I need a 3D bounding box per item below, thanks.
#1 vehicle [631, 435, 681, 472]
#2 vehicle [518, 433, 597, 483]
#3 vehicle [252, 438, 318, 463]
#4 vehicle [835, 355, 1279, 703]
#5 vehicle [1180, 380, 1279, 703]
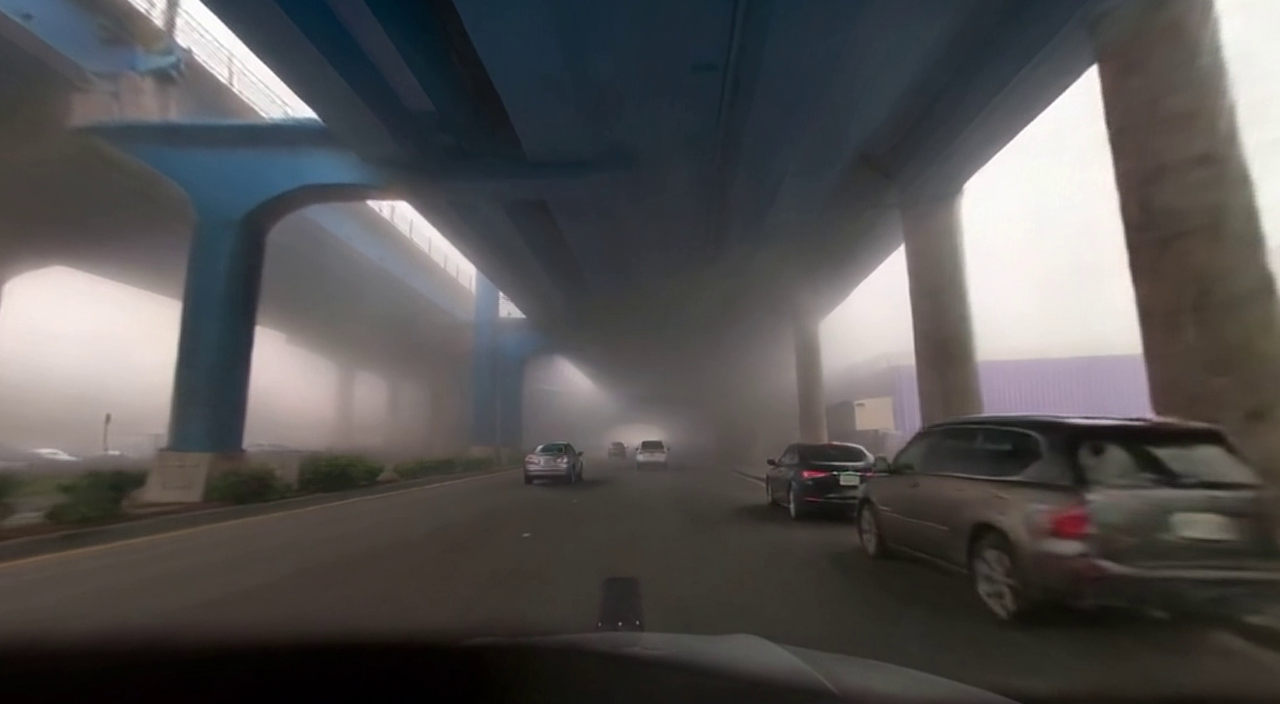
[{"bbox_3d":[0.742,4.681,29.279,2.155,1.571,3.734,0,-8,2],"label":"vehicle"},{"bbox_3d":[-2.750,3.667,22.159,2.024,1.533,4.549,0,-8,2],"label":"vehicle"},{"bbox_3d":[-27.205,7.539,48.619,2.174,1.824,4.764,0,-8,2],"label":"vehicle"},{"bbox_3d":[3.351,1.211,5.421,2.043,1.796,4.242,0,-8,1],"label":"vehicle"},{"bbox_3d":[3.288,0.663,0.579,1.983,1.589,4.010,0,-8,0],"label":"vehicle"}]
